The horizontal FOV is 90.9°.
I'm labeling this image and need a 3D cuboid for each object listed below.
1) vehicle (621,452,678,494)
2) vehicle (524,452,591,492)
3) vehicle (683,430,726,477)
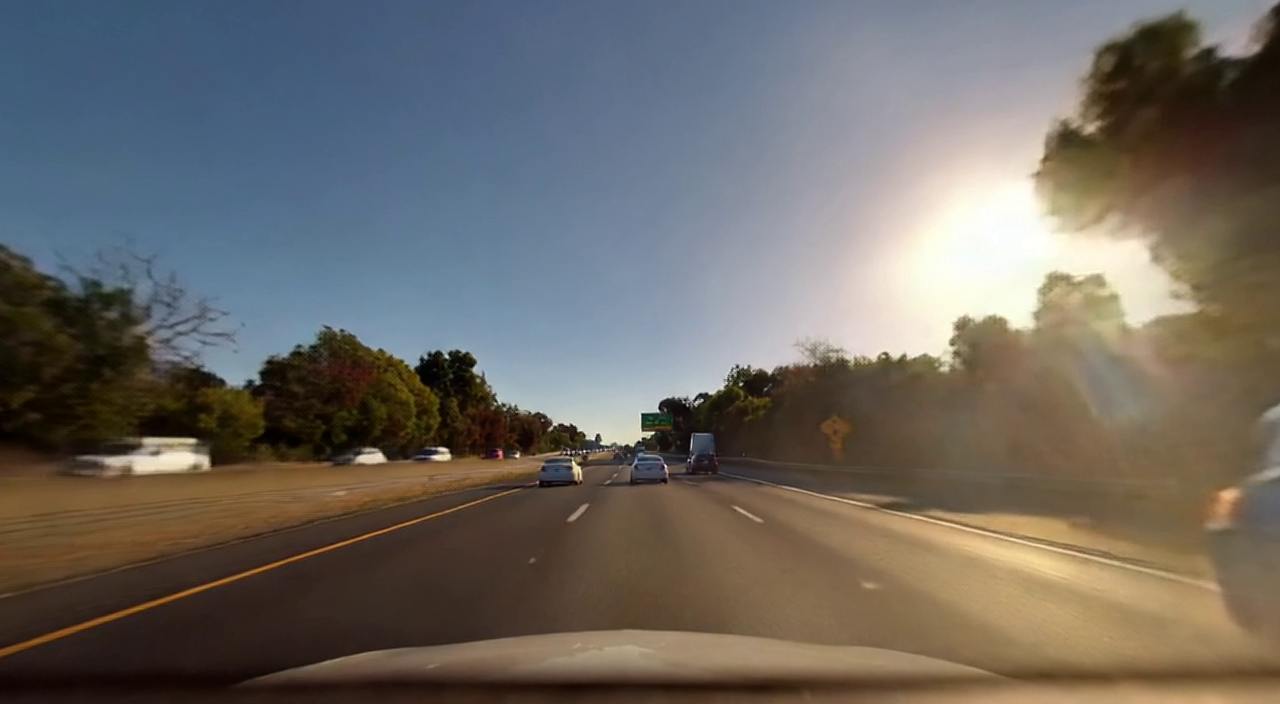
[{"bbox_3d":[0.325,4.781,25.337,2.089,1.516,4.191,0,-9,0],"label":"vehicle"},{"bbox_3d":[-3.274,4.821,25.732,2.105,1.467,4.099,0,-9,1],"label":"vehicle"},{"bbox_3d":[4.617,7.174,44.363,2.650,2.978,6.937,-2,-10,8],"label":"vehicle"}]
